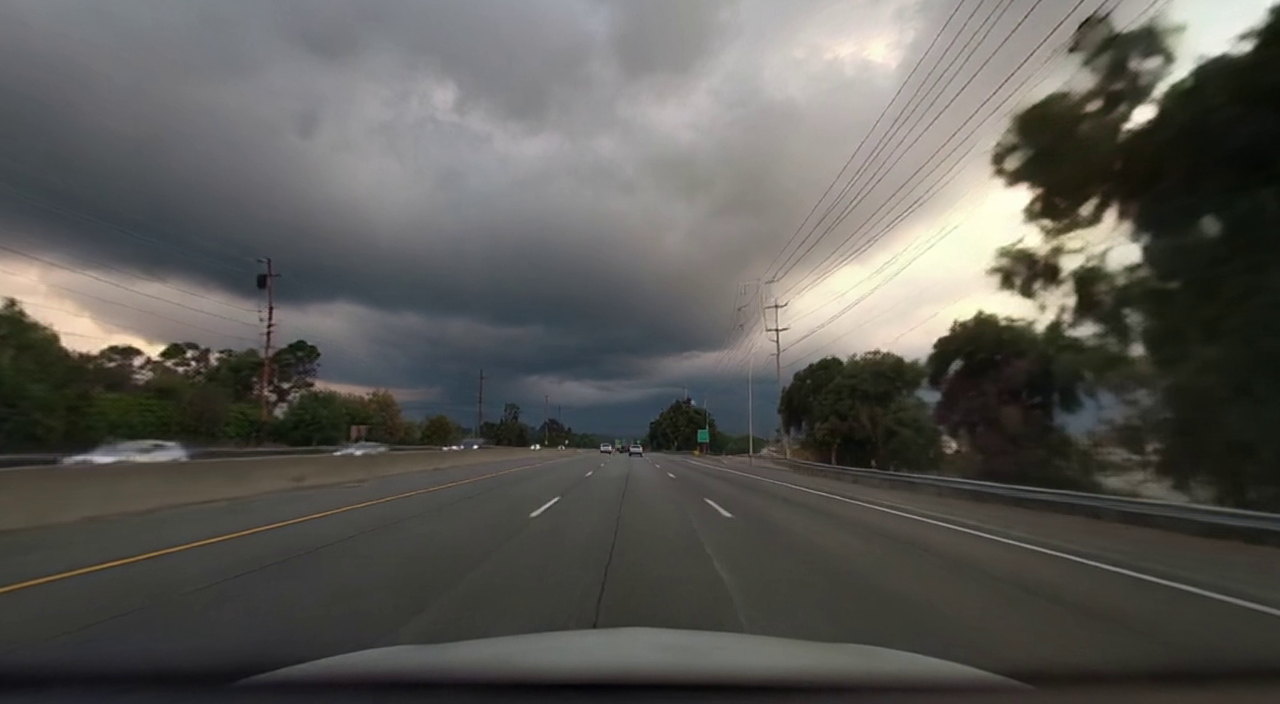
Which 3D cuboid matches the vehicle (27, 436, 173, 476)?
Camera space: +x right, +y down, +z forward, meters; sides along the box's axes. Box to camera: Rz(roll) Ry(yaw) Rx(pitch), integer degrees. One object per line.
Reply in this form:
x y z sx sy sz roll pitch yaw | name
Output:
-21.834 4.226 25.850 1.924 1.459 4.597 0 -8 -1 | vehicle

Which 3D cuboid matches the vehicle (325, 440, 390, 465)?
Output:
-18.128 6.431 40.760 2.080 1.499 4.591 0 -8 0 | vehicle
